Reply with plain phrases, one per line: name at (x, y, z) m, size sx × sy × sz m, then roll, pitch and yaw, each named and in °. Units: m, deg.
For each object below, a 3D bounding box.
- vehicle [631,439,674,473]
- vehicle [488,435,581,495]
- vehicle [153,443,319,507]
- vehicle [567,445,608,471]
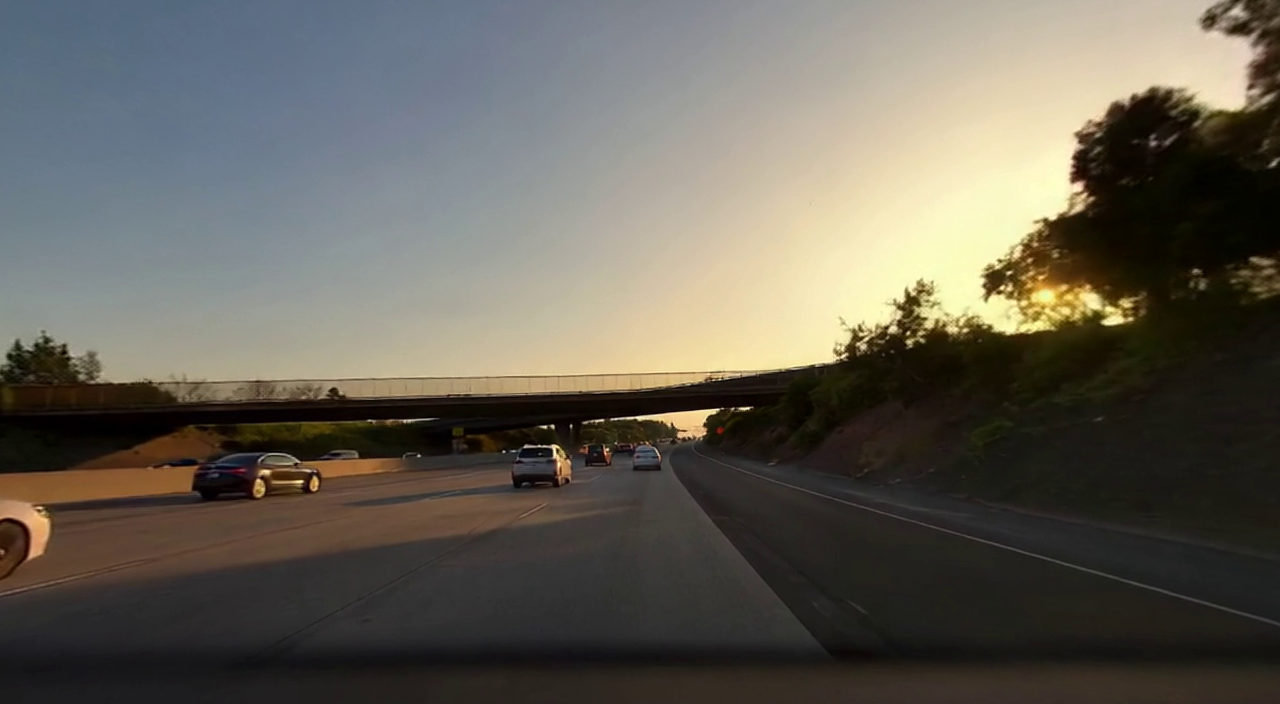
vehicle at (0.700, 5.560, 33.695) m, size 2.160 × 1.678 × 4.178 m, roll 0°, pitch -8°, yaw 2°
vehicle at (-3.335, 3.672, 20.821) m, size 2.161 × 1.759 × 4.482 m, roll 0°, pitch -8°, yaw 2°
vehicle at (-11.716, 3.539, 18.643) m, size 1.954 × 1.640 × 4.339 m, roll 0°, pitch -8°, yaw 1°
vehicle at (-3.230, 6.593, 39.169) m, size 1.997 × 1.490 × 4.471 m, roll 0°, pitch -8°, yaw 2°
